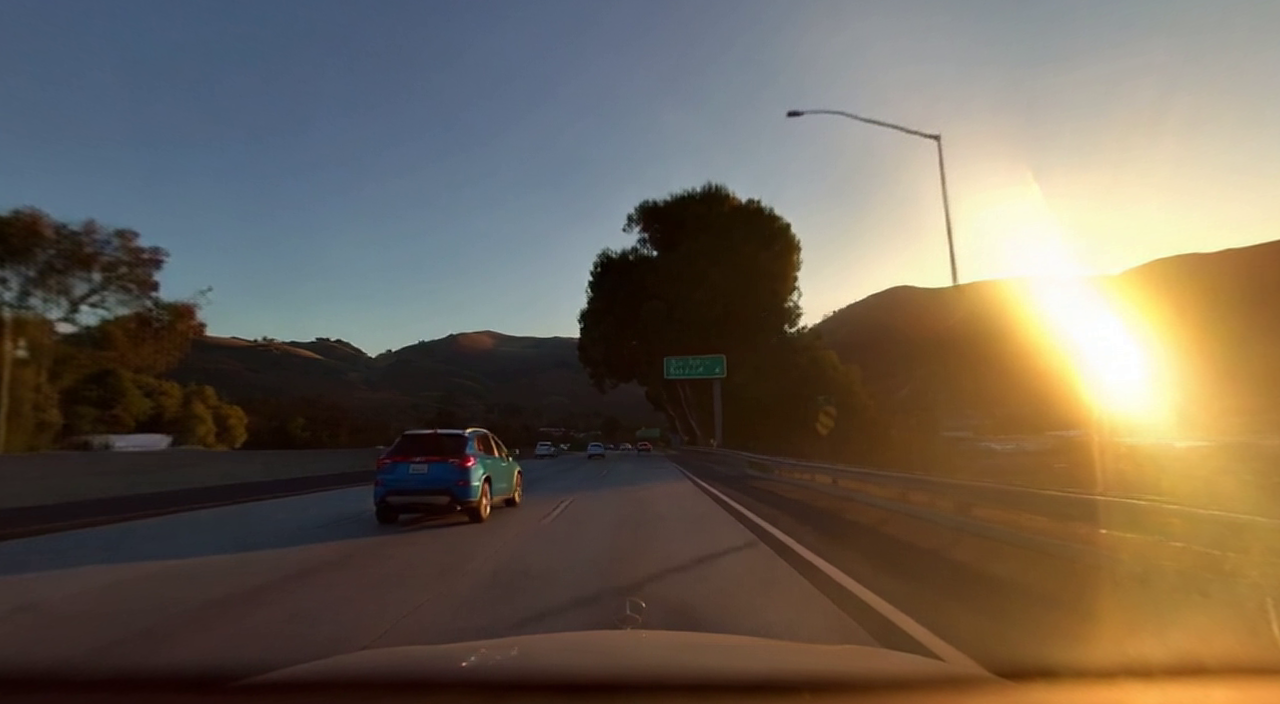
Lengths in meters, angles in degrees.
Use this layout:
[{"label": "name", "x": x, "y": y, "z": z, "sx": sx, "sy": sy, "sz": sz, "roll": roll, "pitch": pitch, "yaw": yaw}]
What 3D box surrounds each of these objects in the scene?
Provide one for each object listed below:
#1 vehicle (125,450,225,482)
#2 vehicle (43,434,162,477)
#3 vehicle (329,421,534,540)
[{"label": "vehicle", "x": -24.345, "y": 5.935, "z": 33.230, "sx": 1.790, "sy": 1.492, "sz": 4.509, "roll": 0, "pitch": -8, "yaw": 0}, {"label": "vehicle", "x": -31.968, "y": 6.151, "z": 37.822, "sx": 2.229, "sy": 2.393, "sz": 5.408, "roll": 0, "pitch": -8, "yaw": 1}, {"label": "vehicle", "x": -3.411, "y": 2.194, "z": 11.448, "sx": 2.138, "sy": 1.718, "sz": 4.415, "roll": 0, "pitch": -8, "yaw": 1}]
